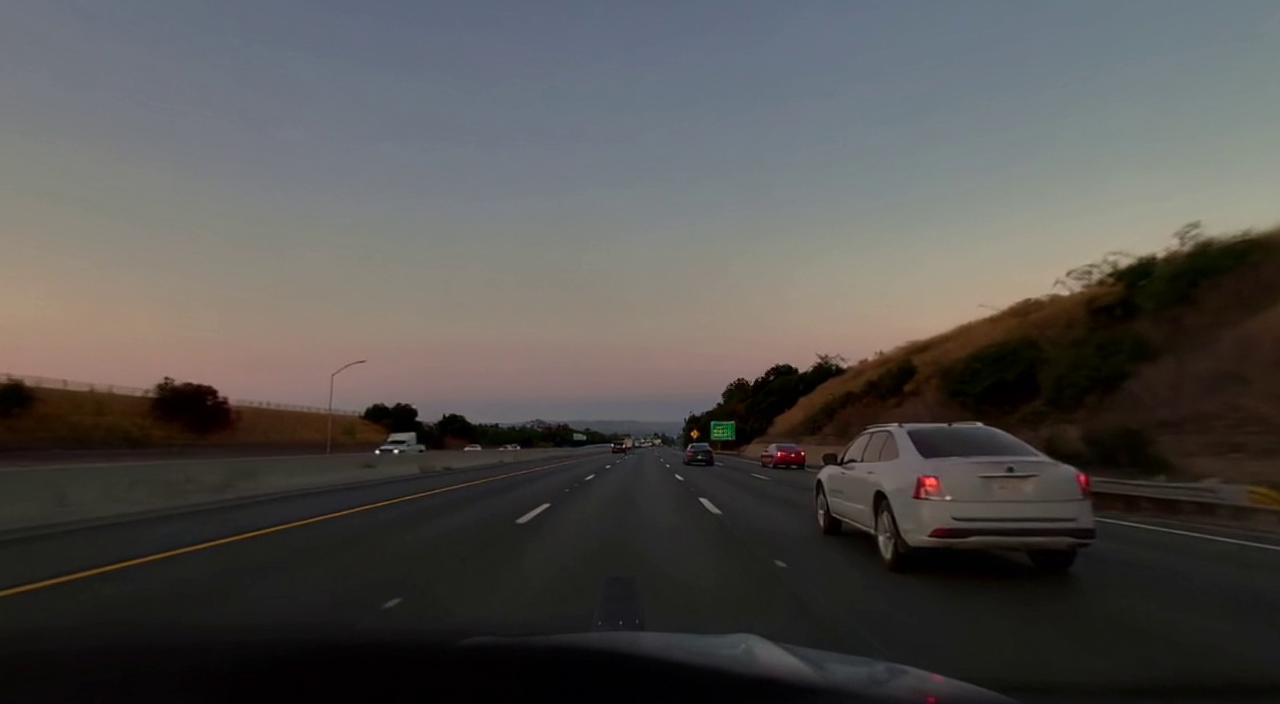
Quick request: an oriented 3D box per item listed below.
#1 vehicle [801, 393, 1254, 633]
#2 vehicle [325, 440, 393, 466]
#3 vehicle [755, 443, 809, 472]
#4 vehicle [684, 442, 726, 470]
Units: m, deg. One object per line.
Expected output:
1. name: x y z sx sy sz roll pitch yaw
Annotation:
1. vehicle: 3.270 1.446 6.581 2.095 1.668 4.135 0 -9 1
2. vehicle: -17.086 6.168 38.610 1.899 1.500 4.591 0 -9 2
3. vehicle: 7.966 5.946 35.757 1.983 1.526 4.445 0 -9 0
4. vehicle: 3.695 6.018 36.596 2.047 1.501 4.237 0 -9 0
